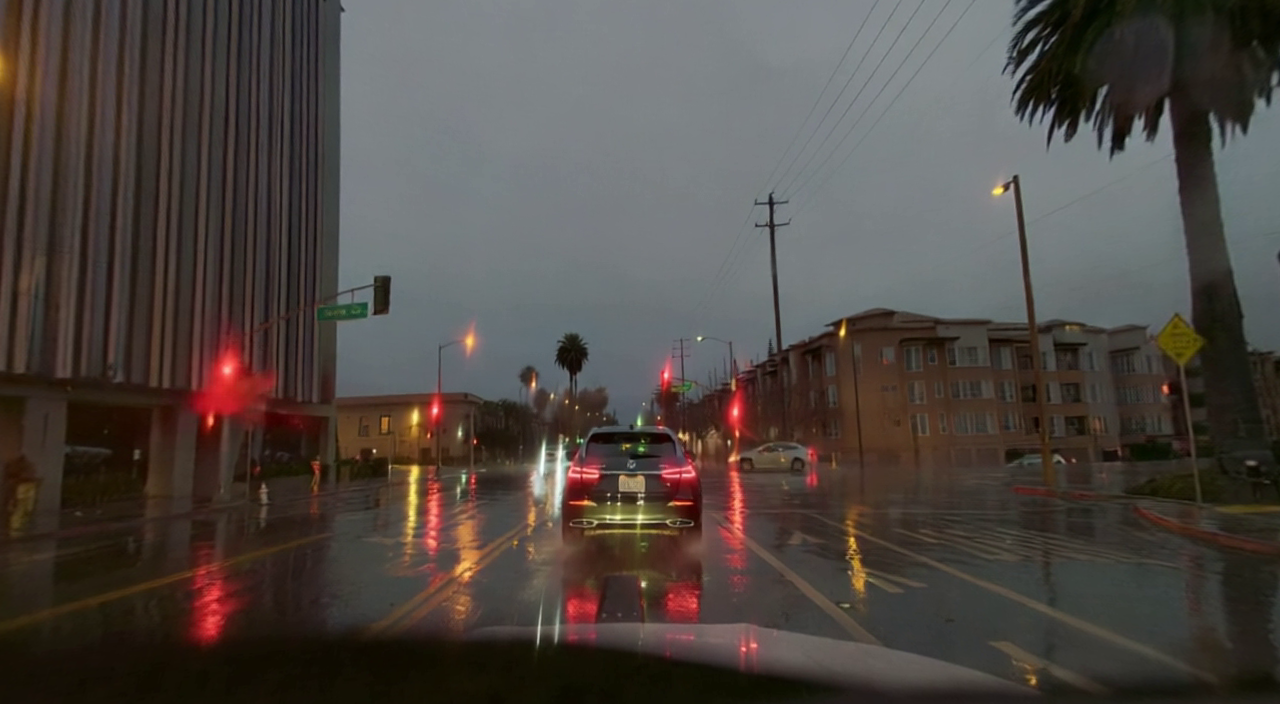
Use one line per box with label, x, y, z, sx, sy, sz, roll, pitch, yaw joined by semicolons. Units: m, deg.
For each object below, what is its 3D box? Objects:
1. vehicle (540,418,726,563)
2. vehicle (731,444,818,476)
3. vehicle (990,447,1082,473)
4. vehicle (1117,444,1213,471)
vehicle;-0.084;1.875;9.228;2.144;1.643;3.770;0;-8;0
vehicle;8.035;6.440;37.912;4.649;1.760;2.029;-5;-10;30
vehicle;24.197;6.596;38.678;4.417;1.462;1.761;0;-8;-1
vehicle;32.161;6.467;38.775;4.234;1.613;1.812;0;-8;-1
